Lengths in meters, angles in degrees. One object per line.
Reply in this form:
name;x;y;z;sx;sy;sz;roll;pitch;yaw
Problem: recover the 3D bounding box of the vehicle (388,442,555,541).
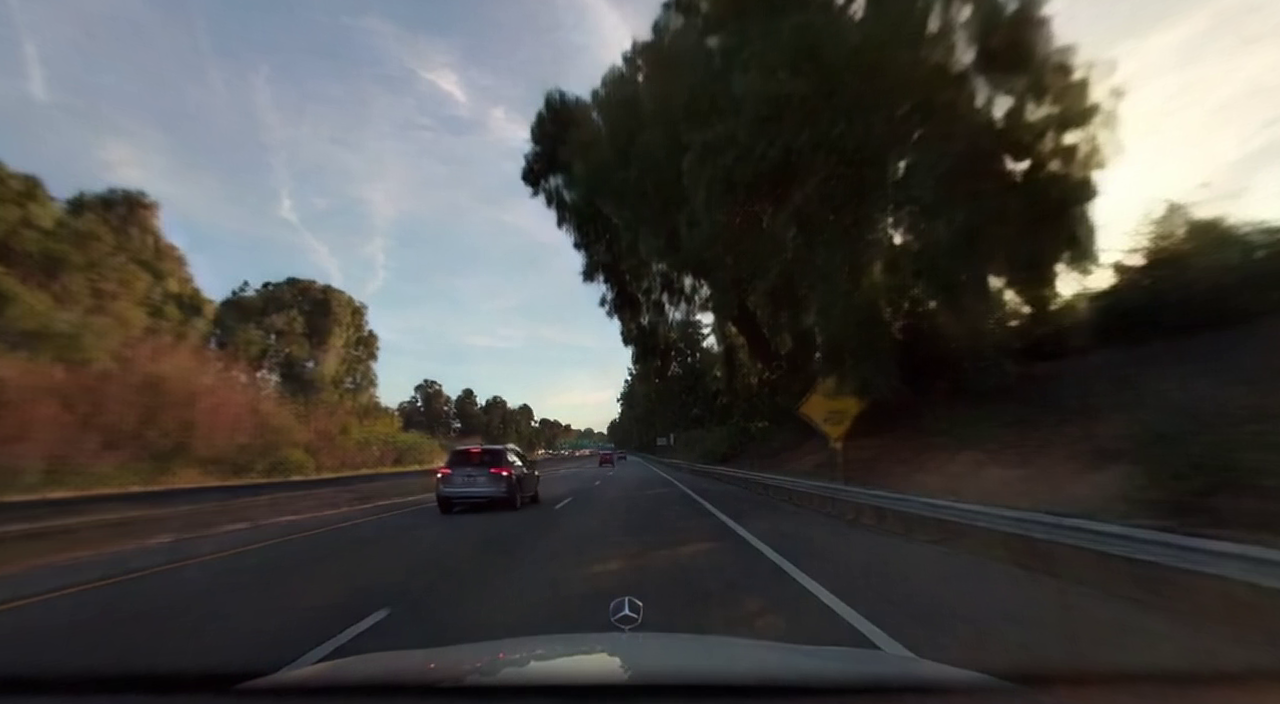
vehicle;-3.235;2.781;13.250;2.135;1.686;4.517;0;-9;2
